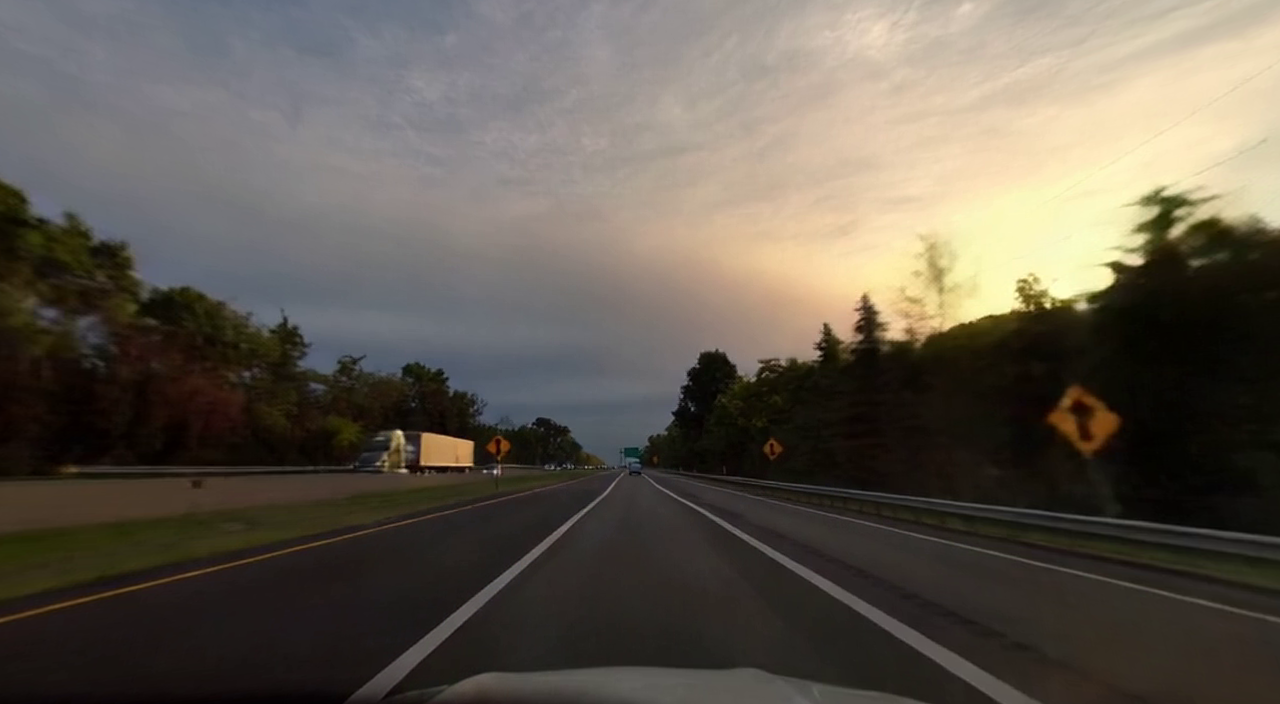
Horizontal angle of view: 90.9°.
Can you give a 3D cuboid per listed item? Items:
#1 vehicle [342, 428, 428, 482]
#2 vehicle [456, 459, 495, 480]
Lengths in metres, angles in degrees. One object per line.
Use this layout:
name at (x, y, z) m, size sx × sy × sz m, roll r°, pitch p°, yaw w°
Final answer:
vehicle at (-16.692, 6.913, 41.873) m, size 2.701 × 3.278 × 6.997 m, roll 0°, pitch -11°, yaw 0°
vehicle at (-12.718, 9.133, 48.987) m, size 1.838 × 1.494 × 4.195 m, roll 1°, pitch -10°, yaw 0°
